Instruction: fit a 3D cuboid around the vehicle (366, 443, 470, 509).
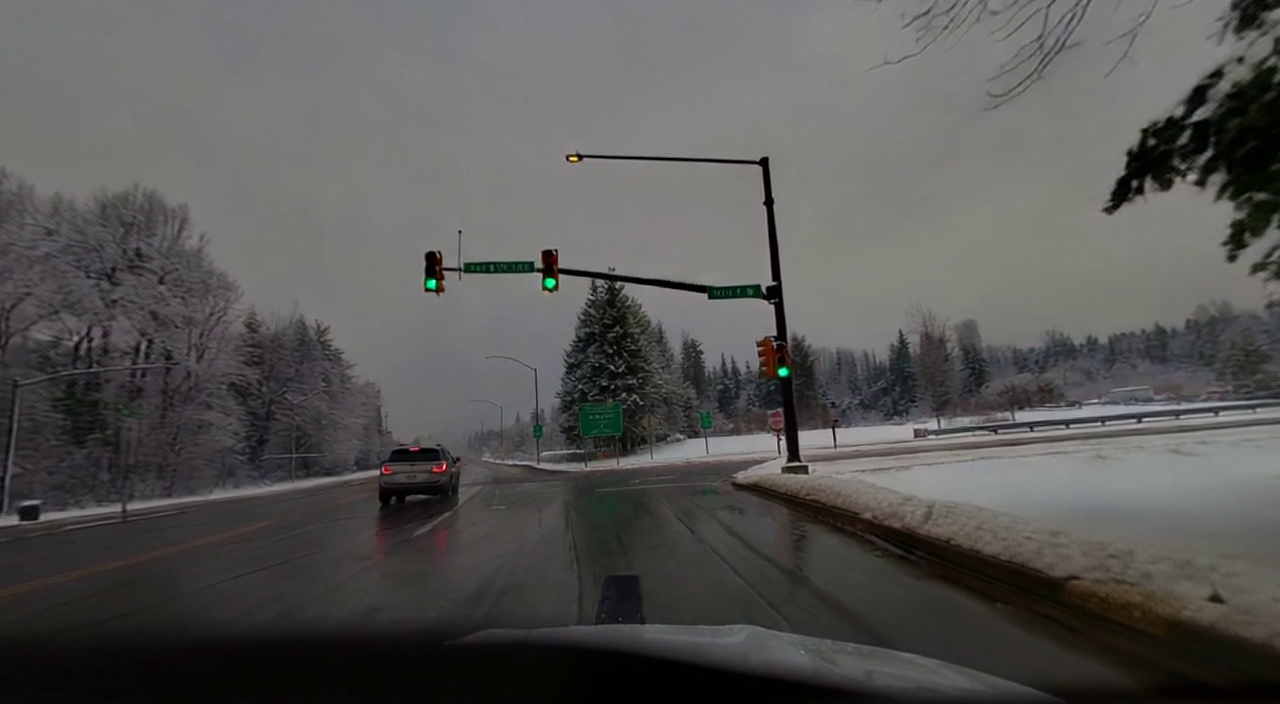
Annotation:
[{"bbox_3d":[-6.511,3.648,19.134,2.134,1.707,4.471,1,-9,-9],"label":"vehicle"}]
